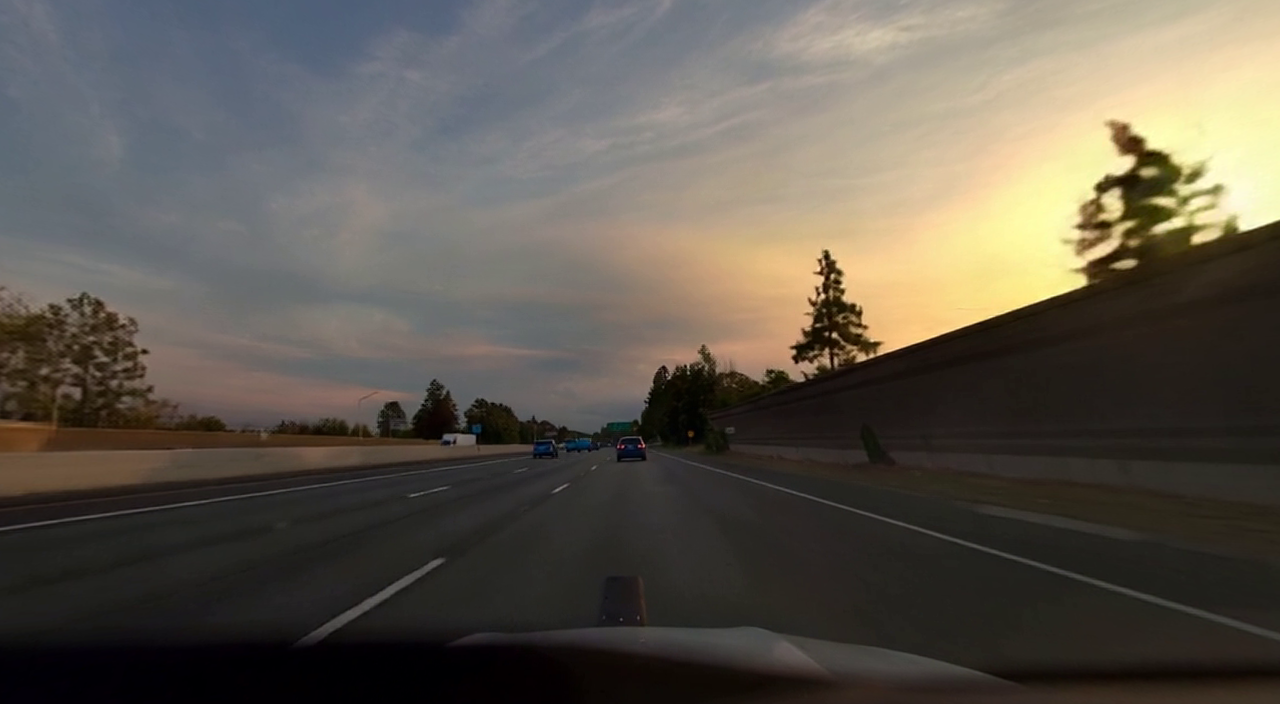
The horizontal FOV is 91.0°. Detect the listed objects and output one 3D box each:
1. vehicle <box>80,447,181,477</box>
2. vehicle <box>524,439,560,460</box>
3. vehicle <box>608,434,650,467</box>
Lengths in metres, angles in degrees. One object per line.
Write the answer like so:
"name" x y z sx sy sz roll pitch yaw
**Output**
"vehicle" -29.103 6.263 36.205 1.875 1.536 4.652 0 -8 0
"vehicle" -7.515 7.572 48.834 2.019 1.523 4.396 0 -8 1
"vehicle" -0.547 5.389 34.577 2.141 1.706 4.065 0 -8 0
